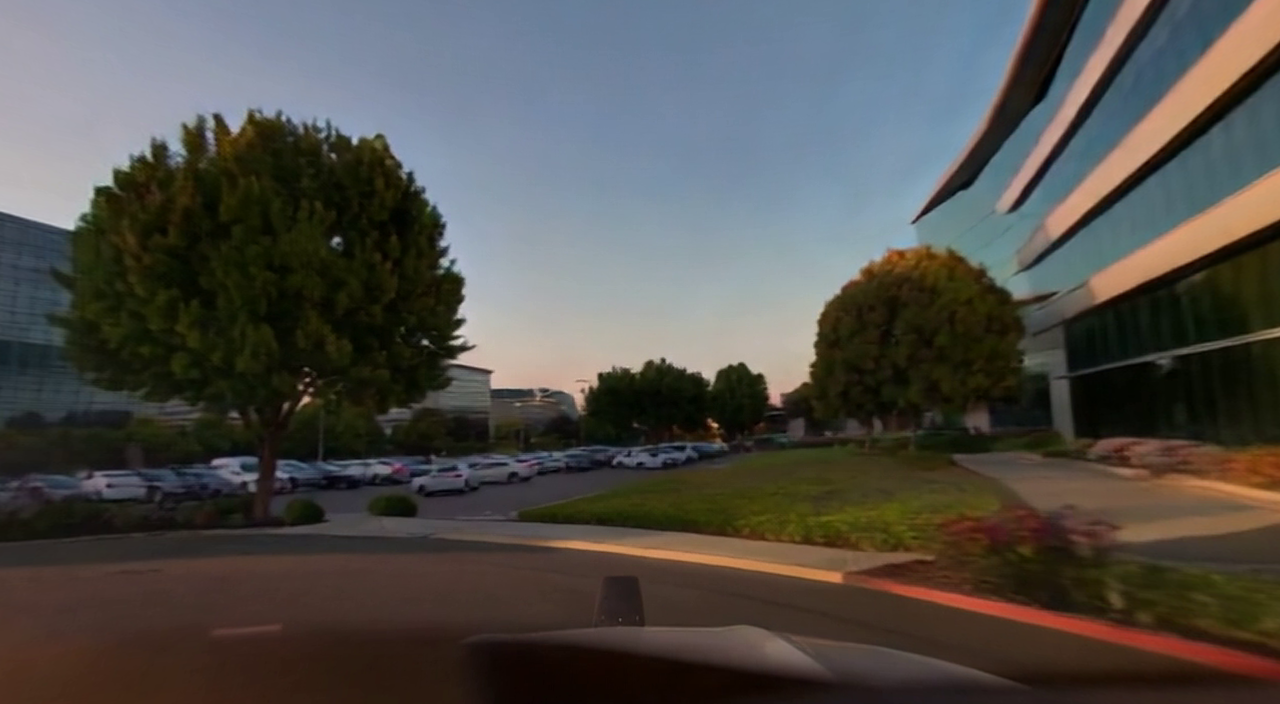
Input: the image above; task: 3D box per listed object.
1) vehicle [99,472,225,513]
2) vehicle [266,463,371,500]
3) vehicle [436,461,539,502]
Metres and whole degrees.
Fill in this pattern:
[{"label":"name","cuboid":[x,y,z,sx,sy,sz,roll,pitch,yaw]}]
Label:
[{"label":"vehicle","cuboid":[-21.489,6.306,28.474,4.622,1.479,1.849,-6,-11,11]},{"label":"vehicle","cuboid":[-19.307,7.782,38.085,5.285,1.837,2.318,-5,-11,9]},{"label":"vehicle","cuboid":[-7.747,6.576,32.187,4.755,1.707,1.889,-6,-11,12]}]
